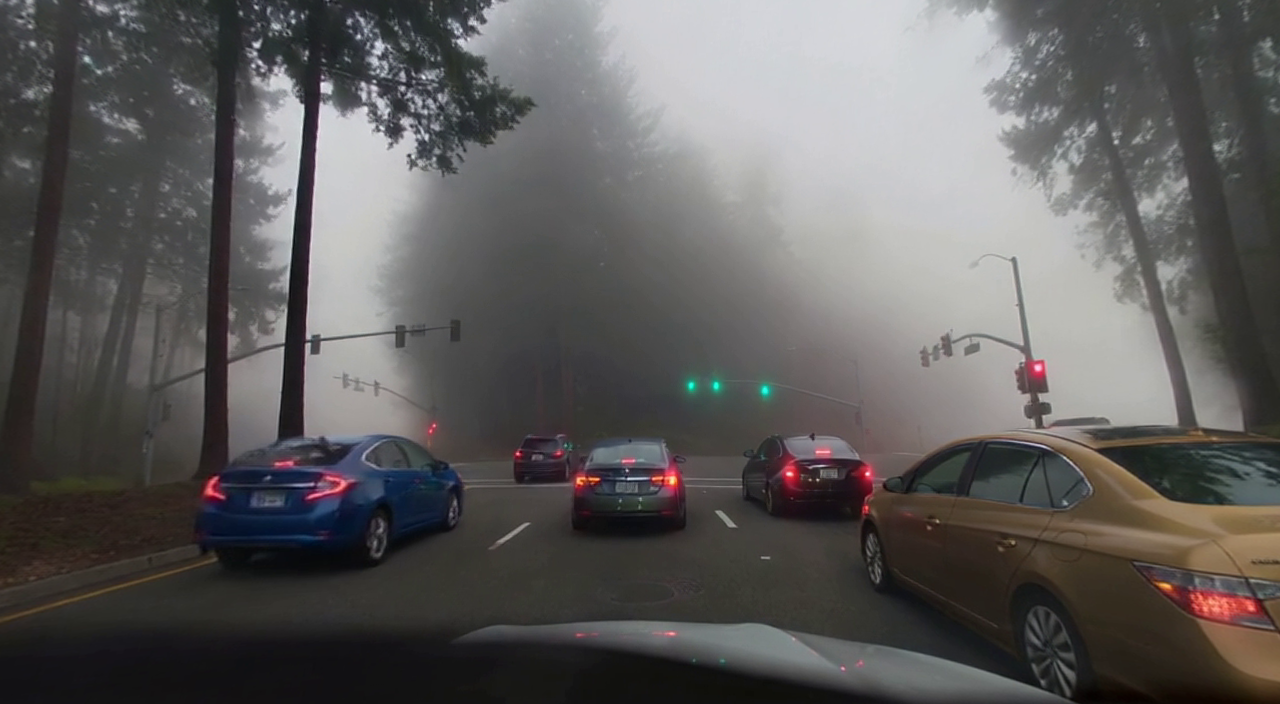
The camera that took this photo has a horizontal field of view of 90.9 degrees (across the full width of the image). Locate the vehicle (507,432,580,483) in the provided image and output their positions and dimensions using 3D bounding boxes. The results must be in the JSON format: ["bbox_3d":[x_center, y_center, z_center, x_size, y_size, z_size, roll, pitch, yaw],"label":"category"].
[{"bbox_3d":[-3.474,3.877,23.454,1.961,1.714,4.268,0,-8,1],"label":"vehicle"}]

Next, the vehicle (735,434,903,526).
[{"bbox_3d":[3.195,2.345,12.306,1.975,1.460,4.357,0,-8,0],"label":"vehicle"}]

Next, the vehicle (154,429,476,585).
[{"bbox_3d":[-3.732,1.831,8.383,1.935,1.482,4.433,0,-8,0],"label":"vehicle"}]

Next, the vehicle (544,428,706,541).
[{"bbox_3d":[-0.209,2.055,10.360,2.147,1.479,3.803,0,-8,0],"label":"vehicle"}]

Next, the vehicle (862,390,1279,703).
[{"bbox_3d":[3.145,1.153,4.036,1.903,1.480,4.270,0,-8,0],"label":"vehicle"}]
